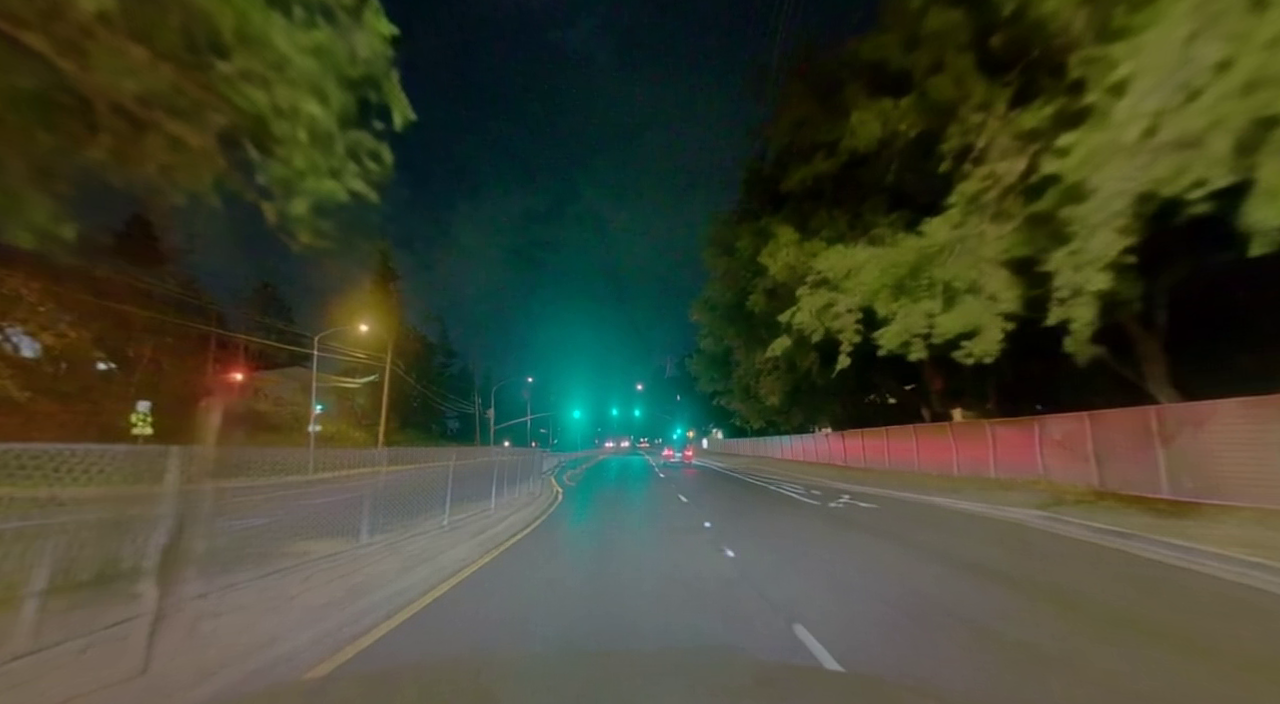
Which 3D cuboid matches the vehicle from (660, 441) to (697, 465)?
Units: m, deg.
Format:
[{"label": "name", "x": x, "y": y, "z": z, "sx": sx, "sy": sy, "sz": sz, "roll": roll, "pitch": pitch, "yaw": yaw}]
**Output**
[{"label": "vehicle", "x": 2.472, "y": 6.583, "z": 41.197, "sx": 2.105, "sy": 1.490, "sz": 4.008, "roll": 0, "pitch": -8, "yaw": -1}]
